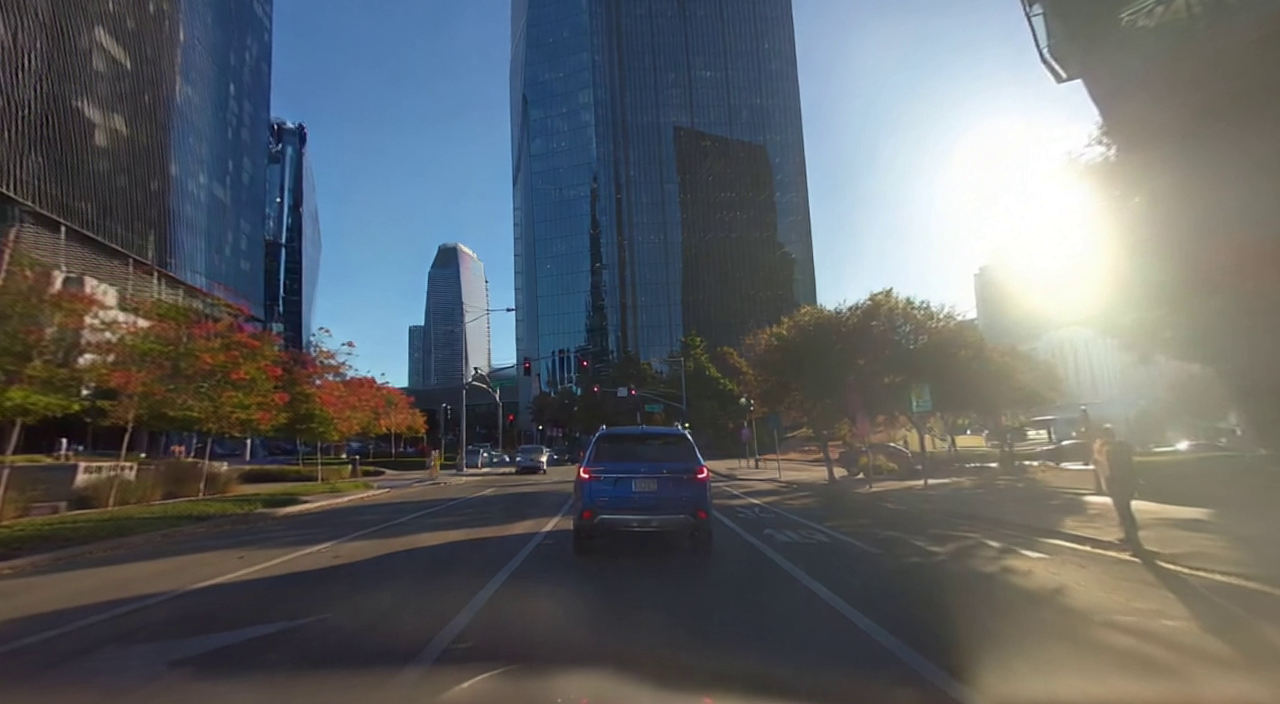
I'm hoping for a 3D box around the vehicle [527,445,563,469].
[{"bbox_3d":[-6.910,7.678,46.484,2.028,1.655,4.189,0,-9,0],"label":"vehicle"}]

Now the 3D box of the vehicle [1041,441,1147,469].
[{"bbox_3d":[26.561,6.043,37.064,4.571,1.558,2.171,0,-9,-2],"label":"vehicle"}]

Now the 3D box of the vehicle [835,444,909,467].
[{"bbox_3d":[16.153,7.194,44.055,4.422,1.563,1.751,0,-8,-2],"label":"vehicle"}]

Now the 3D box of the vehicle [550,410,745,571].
[{"bbox_3d":[-0.003,1.850,9.168,2.183,1.765,4.059,0,-9,-3],"label":"vehicle"}]
